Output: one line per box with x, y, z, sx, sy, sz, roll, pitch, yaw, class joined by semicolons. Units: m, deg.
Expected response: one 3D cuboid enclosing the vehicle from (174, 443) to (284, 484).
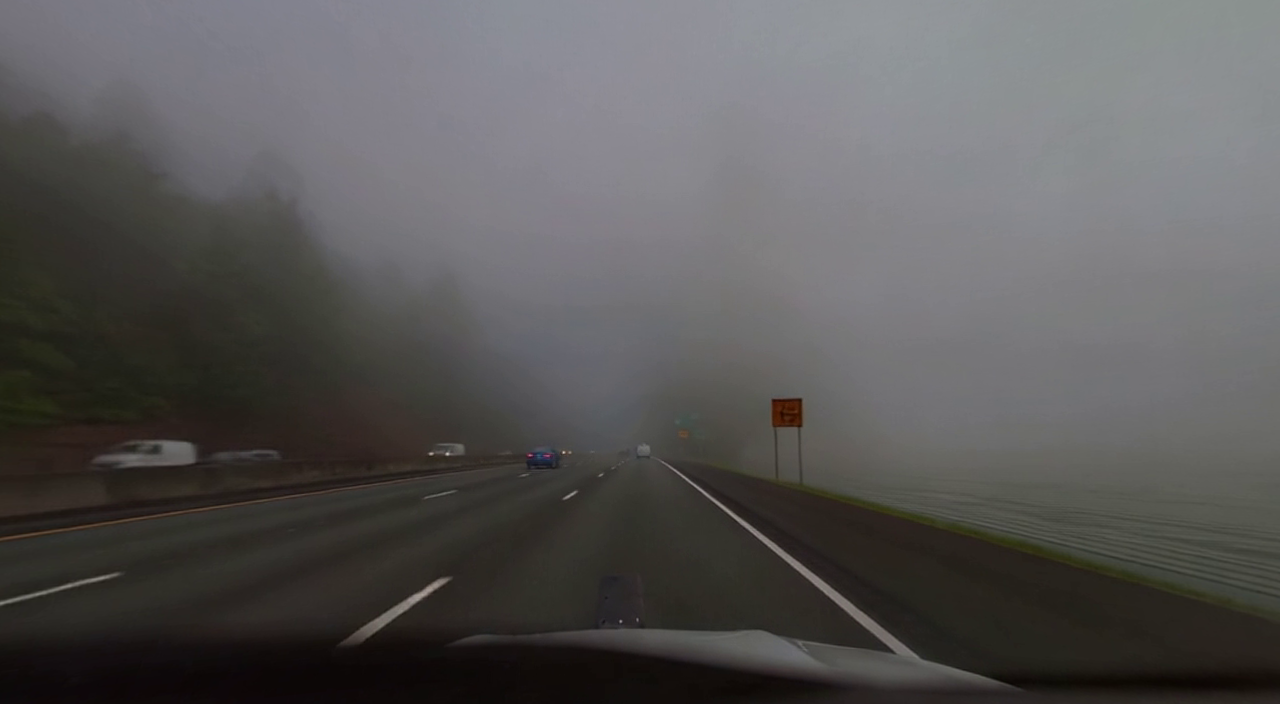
-17.961;4.875;27.801;1.915;1.629;4.208;0;-9;2;vehicle

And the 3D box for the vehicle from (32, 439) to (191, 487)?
-25.130;5.272;30.380;2.409;2.043;5.924;0;-9;1;vehicle

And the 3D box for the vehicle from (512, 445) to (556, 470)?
-7.079;7.110;42.571;2.094;1.579;4.655;0;-9;1;vehicle
